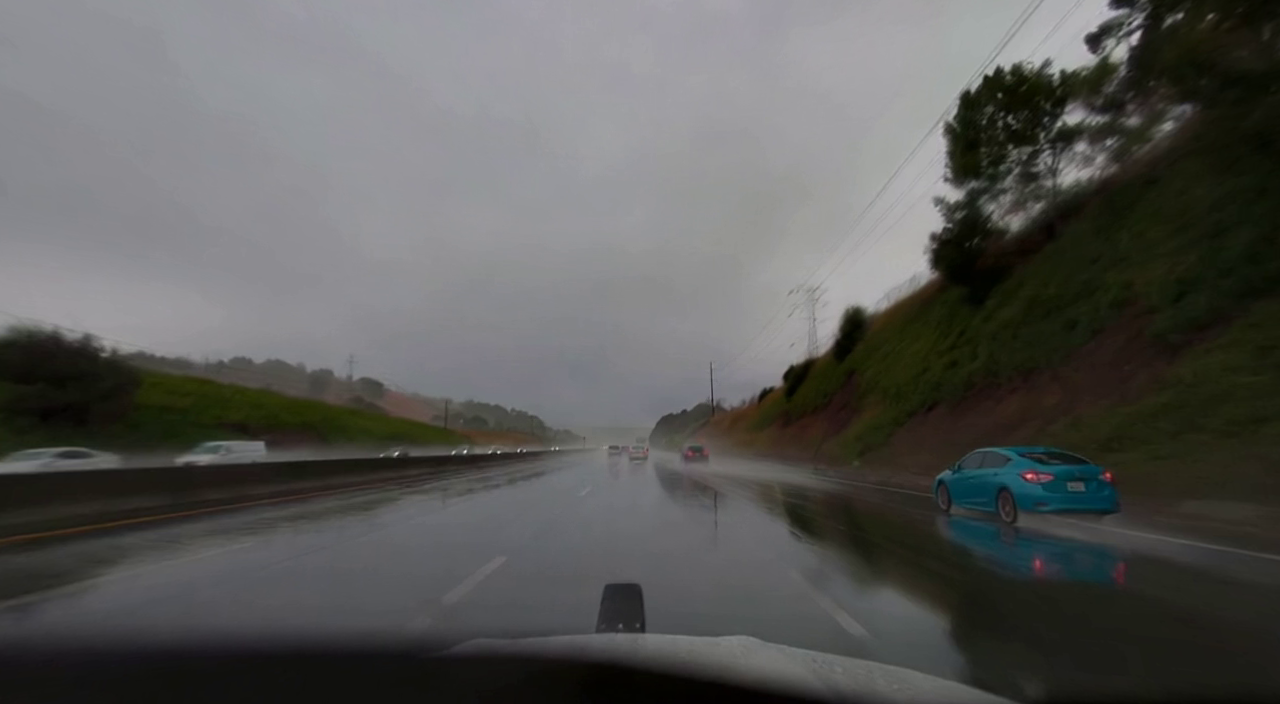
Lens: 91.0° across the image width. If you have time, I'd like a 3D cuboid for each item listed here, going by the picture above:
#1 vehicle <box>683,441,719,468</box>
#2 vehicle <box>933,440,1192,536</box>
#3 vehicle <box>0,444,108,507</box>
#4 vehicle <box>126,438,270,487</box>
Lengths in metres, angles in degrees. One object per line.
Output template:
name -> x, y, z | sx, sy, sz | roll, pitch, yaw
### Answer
vehicle -> 4.265, 7.288, 44.787 | 2.159, 1.782, 4.673 | 0, -8, 1
vehicle -> 8.128, 2.617, 12.876 | 1.970, 1.545, 4.818 | 0, -8, 0
vehicle -> -16.467, 3.143, 16.248 | 1.795, 1.502, 4.053 | 0, -8, 2
vehicle -> -19.783, 4.936, 28.655 | 2.204, 1.959, 5.810 | 0, -8, 1
